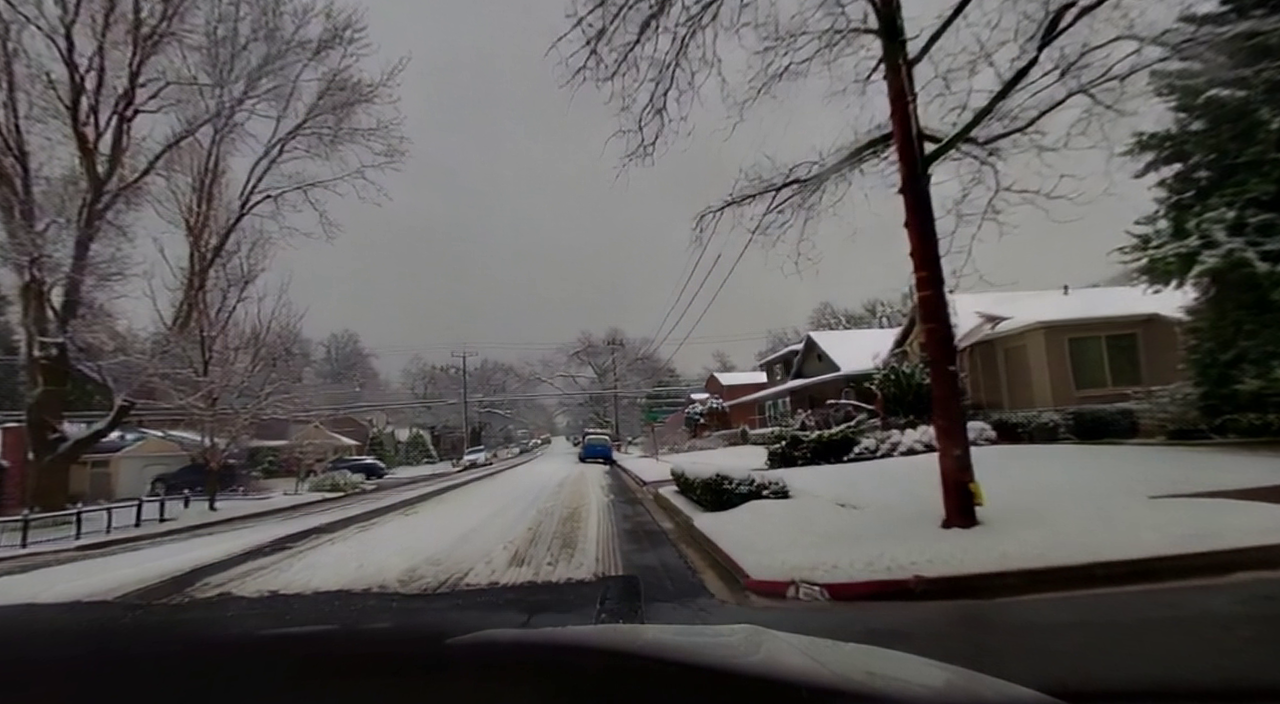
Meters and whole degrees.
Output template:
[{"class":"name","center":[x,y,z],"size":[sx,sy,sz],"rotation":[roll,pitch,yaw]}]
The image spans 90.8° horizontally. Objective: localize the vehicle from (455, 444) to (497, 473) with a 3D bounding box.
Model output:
[{"class":"vehicle","center":[-12.009,7.805,46.628],"size":[2.208,1.834,4.675],"rotation":[-3,-8,-5]}]

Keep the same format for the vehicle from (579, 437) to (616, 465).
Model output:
[{"class":"vehicle","center":[-2.572,5.900,37.514],"size":[2.005,1.553,3.984],"rotation":[1,-9,-6]}]

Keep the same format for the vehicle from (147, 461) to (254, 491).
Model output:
[{"class":"vehicle","center":[-24.082,6.787,34.760],"size":[4.404,1.495,1.844],"rotation":[0,-8,-3]}]
